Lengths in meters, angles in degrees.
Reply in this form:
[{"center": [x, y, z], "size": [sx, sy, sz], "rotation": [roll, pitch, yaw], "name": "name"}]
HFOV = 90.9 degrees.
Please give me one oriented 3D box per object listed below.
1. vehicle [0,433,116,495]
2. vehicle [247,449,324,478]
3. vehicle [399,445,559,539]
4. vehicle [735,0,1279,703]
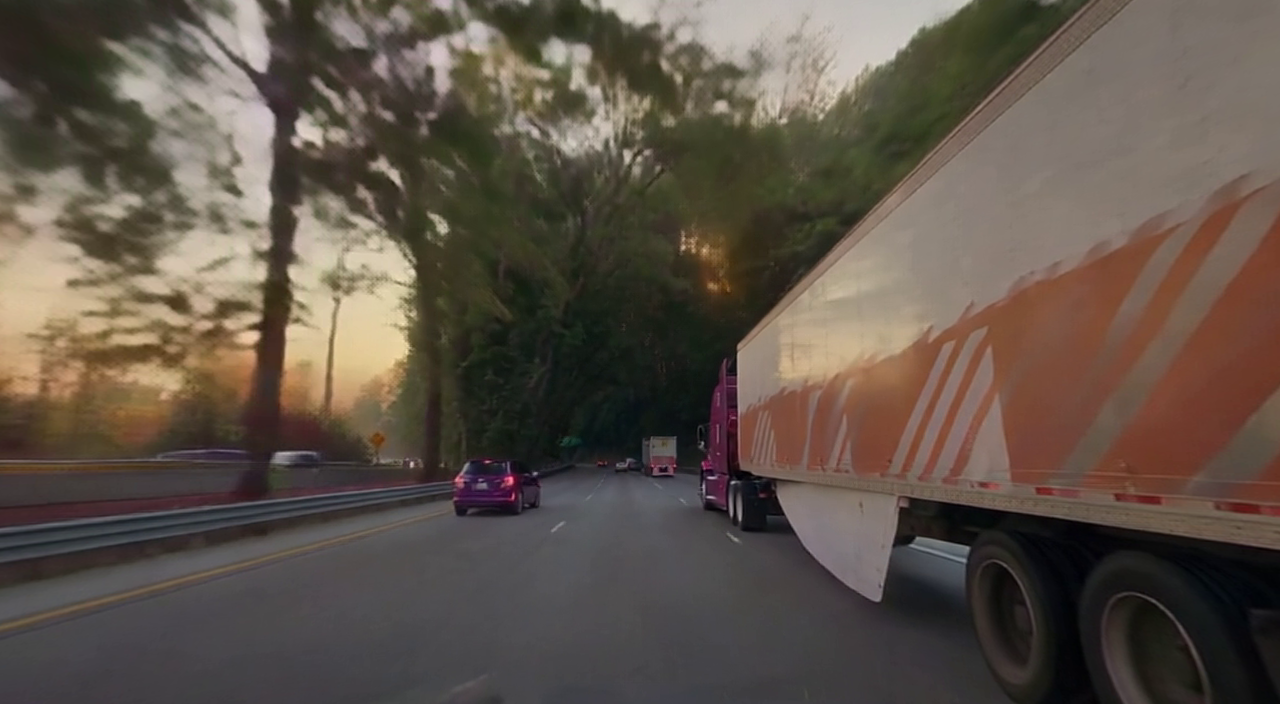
[{"center": [-16.108, 2.888, 16.299], "size": [1.760, 1.457, 3.788], "rotation": [1, -10, -1], "name": "vehicle"}, {"center": [-20.266, 6.447, 36.295], "size": [1.872, 1.487, 4.511], "rotation": [1, -10, -2], "name": "vehicle"}, {"center": [-3.115, 2.891, 13.460], "size": [2.010, 1.580, 4.949], "rotation": [1, -10, 1], "name": "vehicle"}, {"center": [3.726, 0.727, 7.663], "size": [2.856, 4.040, 14.009], "rotation": [1, -10, -1], "name": "vehicle"}]
